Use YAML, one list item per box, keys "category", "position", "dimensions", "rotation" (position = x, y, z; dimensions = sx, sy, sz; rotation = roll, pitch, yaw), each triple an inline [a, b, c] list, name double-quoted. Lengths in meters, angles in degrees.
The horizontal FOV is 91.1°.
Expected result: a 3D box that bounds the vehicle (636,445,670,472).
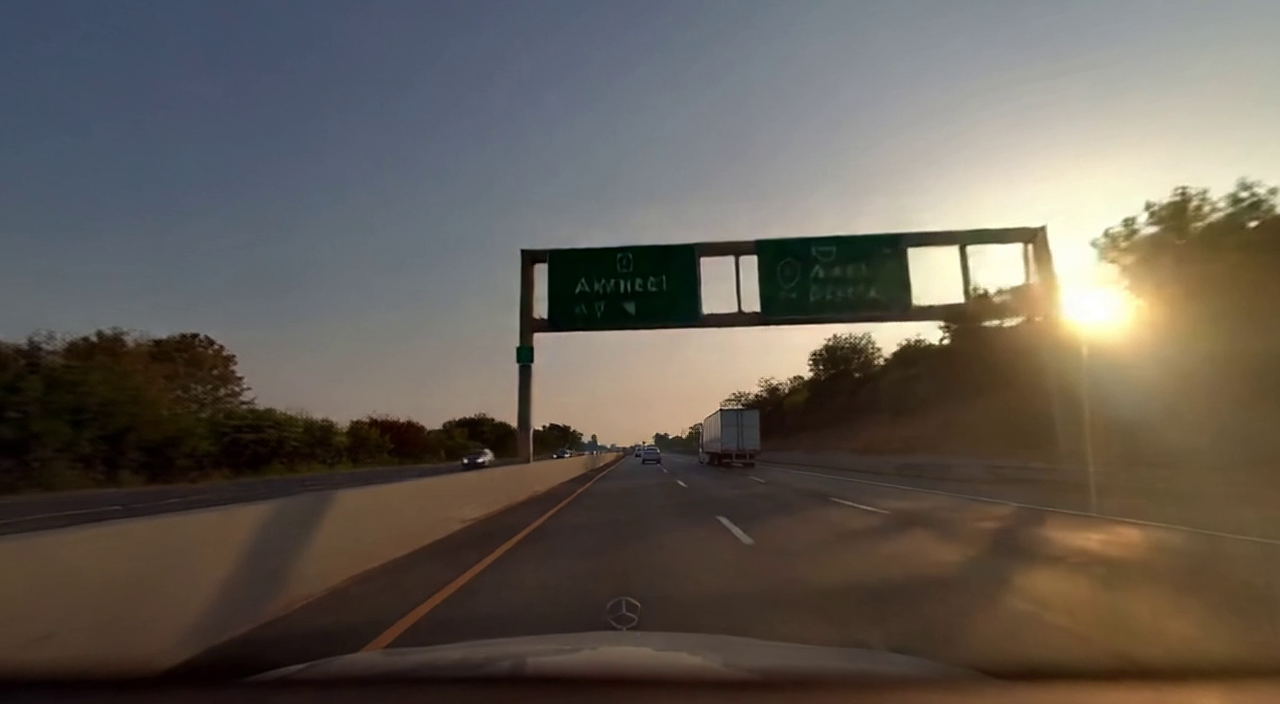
- category: "vehicle"
  position: [0.789, 6.609, 39.137]
  dimensions: [2.024, 1.579, 3.707]
  rotation: [0, -9, 0]
